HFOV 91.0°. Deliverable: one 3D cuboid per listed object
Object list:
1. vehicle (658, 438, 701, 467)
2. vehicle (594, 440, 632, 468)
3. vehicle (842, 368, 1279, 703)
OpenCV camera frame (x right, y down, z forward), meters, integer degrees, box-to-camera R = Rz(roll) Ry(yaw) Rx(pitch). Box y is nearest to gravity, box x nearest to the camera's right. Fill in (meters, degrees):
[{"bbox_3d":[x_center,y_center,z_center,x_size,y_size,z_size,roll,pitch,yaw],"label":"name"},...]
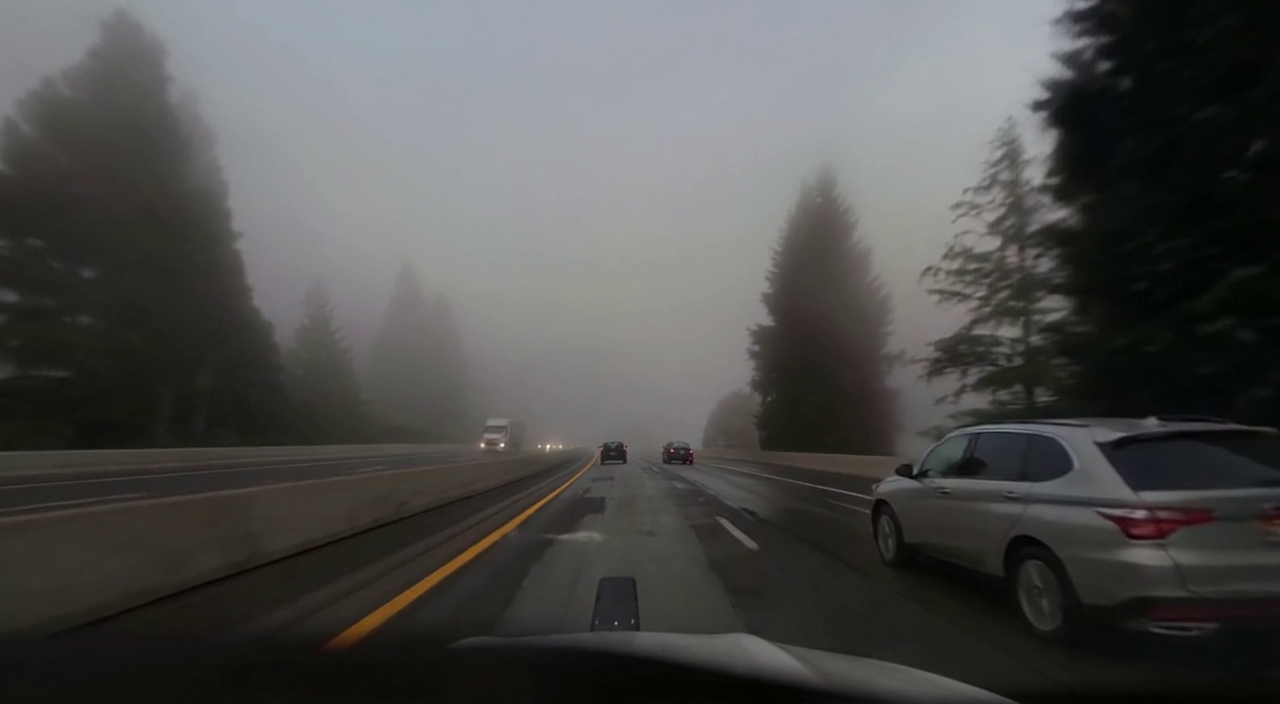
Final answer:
[{"bbox_3d":[2.229,5.801,36.544,2.146,1.546,3.796,0,-8,-1],"label":"vehicle"},{"bbox_3d":[-1.632,6.147,38.303,2.178,1.559,4.254,0,-8,-3],"label":"vehicle"},{"bbox_3d":[3.335,1.139,4.397,2.055,1.566,5.046,0,-8,-1],"label":"vehicle"}]
